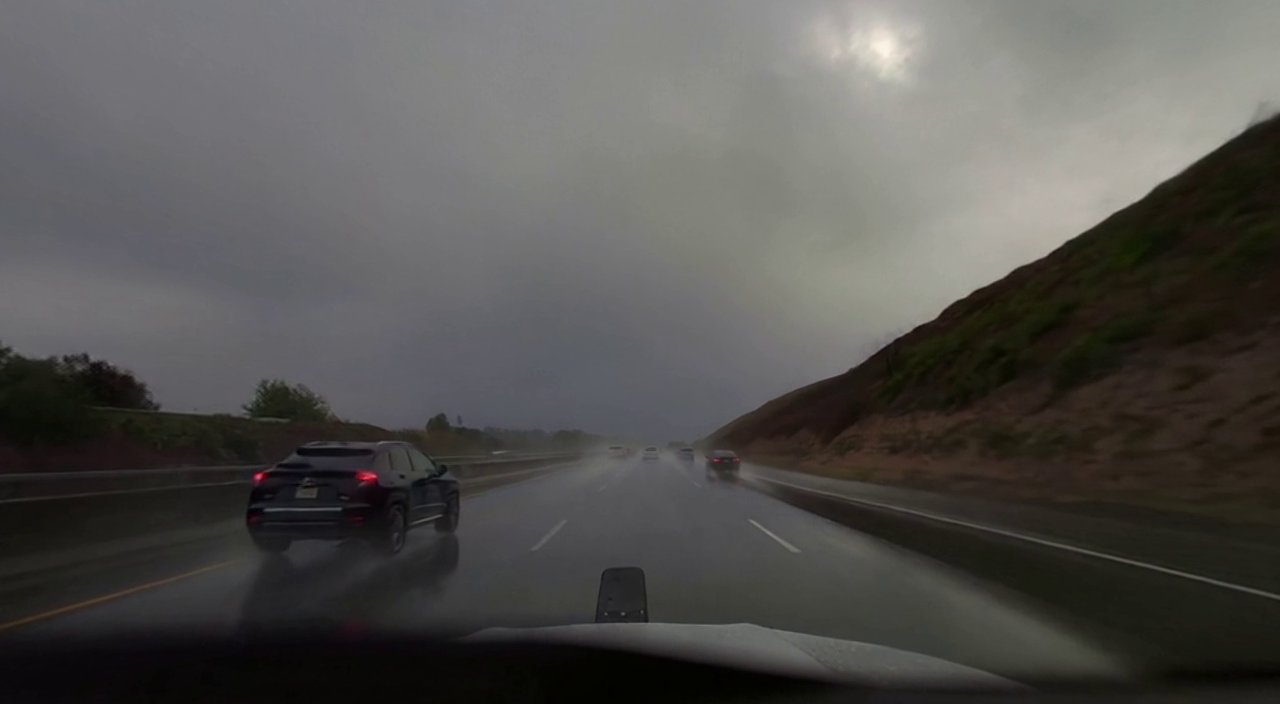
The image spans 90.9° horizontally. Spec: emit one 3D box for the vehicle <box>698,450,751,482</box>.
[{"bbox_3d":[3.933,5.357,29.942,1.976,1.352,3.602,0,-8,-1],"label":"vehicle"}]

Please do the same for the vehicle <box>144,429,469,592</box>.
[{"bbox_3d":[-3.714,1.795,8.014,1.910,1.521,3.930,0,-8,1],"label":"vehicle"}]
